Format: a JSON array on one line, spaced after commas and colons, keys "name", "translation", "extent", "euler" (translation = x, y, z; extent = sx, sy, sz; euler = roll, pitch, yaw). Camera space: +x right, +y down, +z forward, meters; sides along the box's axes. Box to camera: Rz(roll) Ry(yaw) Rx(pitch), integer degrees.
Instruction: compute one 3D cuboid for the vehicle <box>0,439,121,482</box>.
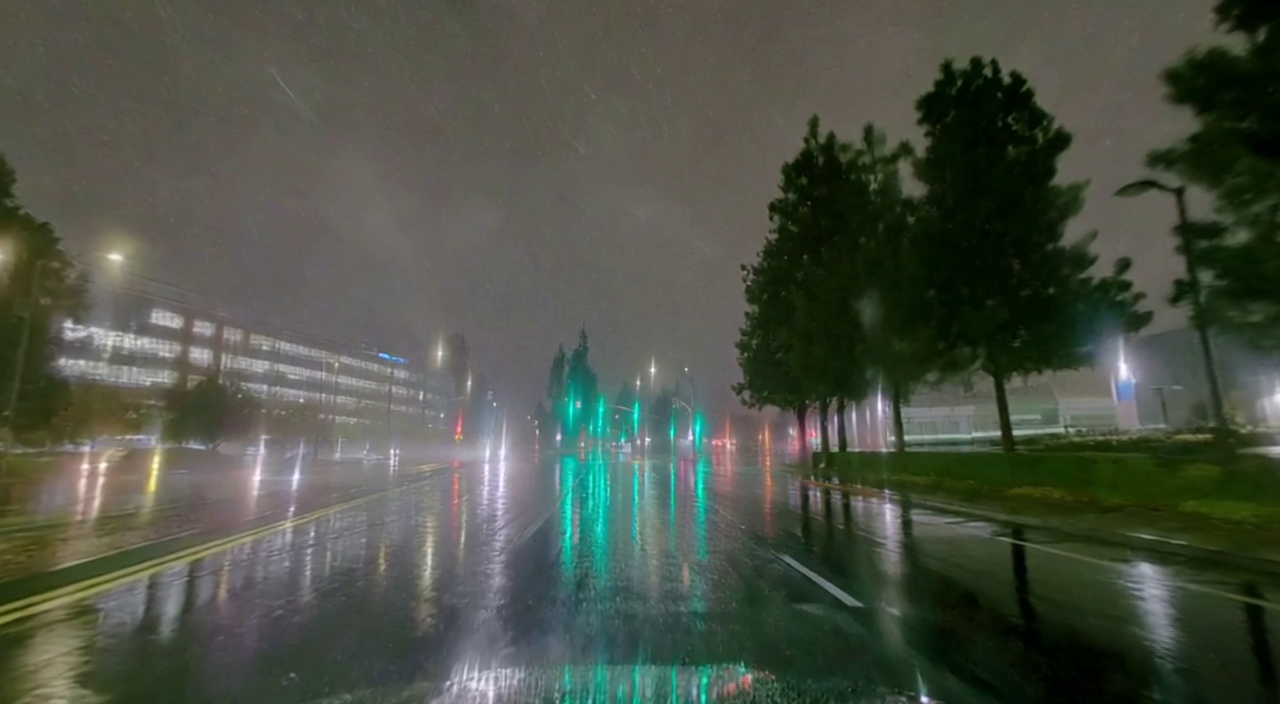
[{"name": "vehicle", "translation": [-22.409, 4.072, 23.927], "extent": [1.792, 1.446, 4.493], "euler": [0, -9, -2]}]
